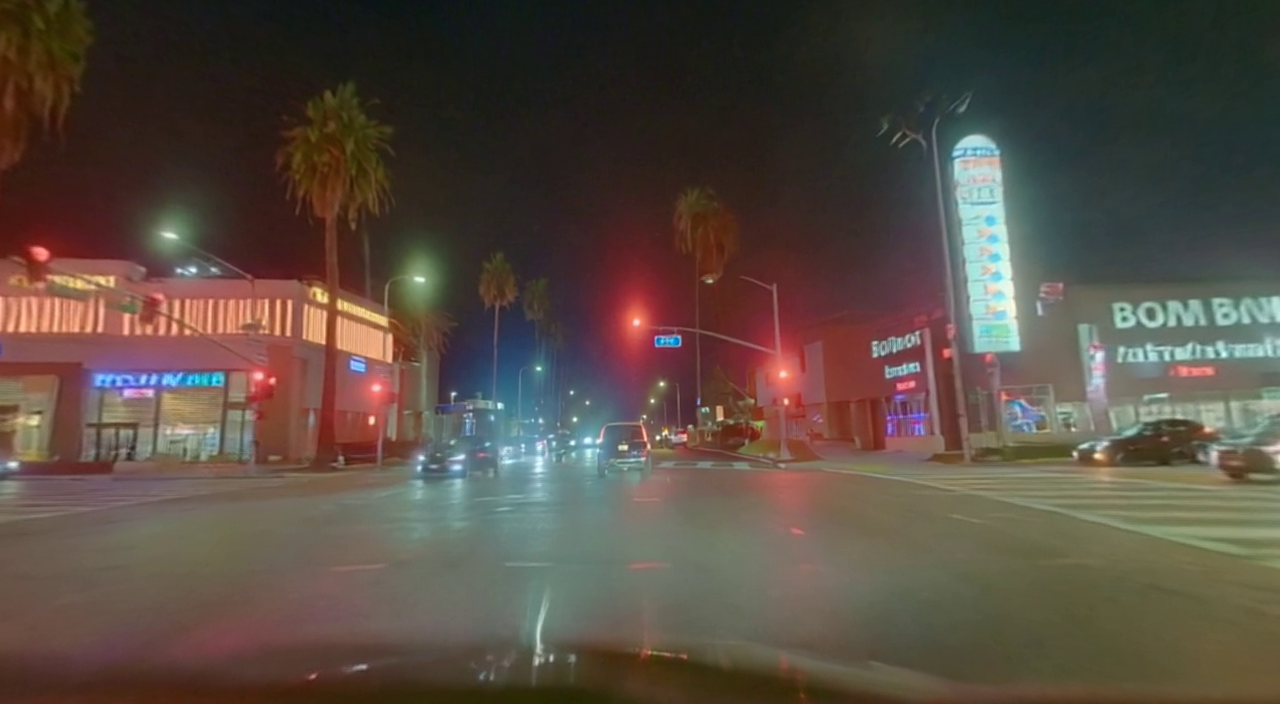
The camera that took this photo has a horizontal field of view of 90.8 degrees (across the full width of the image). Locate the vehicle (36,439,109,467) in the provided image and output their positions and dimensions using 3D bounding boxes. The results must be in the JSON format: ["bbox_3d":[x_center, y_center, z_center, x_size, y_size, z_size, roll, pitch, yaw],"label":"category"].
[{"bbox_3d":[-40.567,7.210,45.191,1.615,1.455,3.501,-7,-4,26],"label":"vehicle"}]

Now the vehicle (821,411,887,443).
[{"bbox_3d":[11.447,3.987,34.167,1.899,1.550,4.531,-1,-6,-1],"label":"vehicle"}]

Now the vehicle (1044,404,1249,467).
[{"bbox_3d":[15.855,2.619,20.009,4.583,1.741,2.117,-2,-6,1],"label":"vehicle"}]

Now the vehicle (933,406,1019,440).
[{"bbox_3d":[16.675,3.614,31.642,1.850,1.509,4.297,1,-9,-1],"label":"vehicle"}]

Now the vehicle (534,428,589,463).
[{"bbox_3d":[-3.560,4.354,29.419,1.921,1.491,4.332,0,-8,1],"label":"vehicle"}]

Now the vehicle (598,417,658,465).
[{"bbox_3d":[-0.516,3.738,26.487,2.264,1.798,4.531,0,-8,-1],"label":"vehicle"}]

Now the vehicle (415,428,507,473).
[{"bbox_3d":[-6.506,3.653,23.570,2.032,1.508,4.661,0,-8,1],"label":"vehicle"}]

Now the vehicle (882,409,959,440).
[{"bbox_3d":[14.138,3.746,32.165,1.797,1.443,4.451,-1,-8,-1],"label":"vehicle"}]

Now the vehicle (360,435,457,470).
[{"bbox_3d":[-10.543,4.605,29.132,2.002,1.470,4.388,-2,-9,15],"label":"vehicle"}]
